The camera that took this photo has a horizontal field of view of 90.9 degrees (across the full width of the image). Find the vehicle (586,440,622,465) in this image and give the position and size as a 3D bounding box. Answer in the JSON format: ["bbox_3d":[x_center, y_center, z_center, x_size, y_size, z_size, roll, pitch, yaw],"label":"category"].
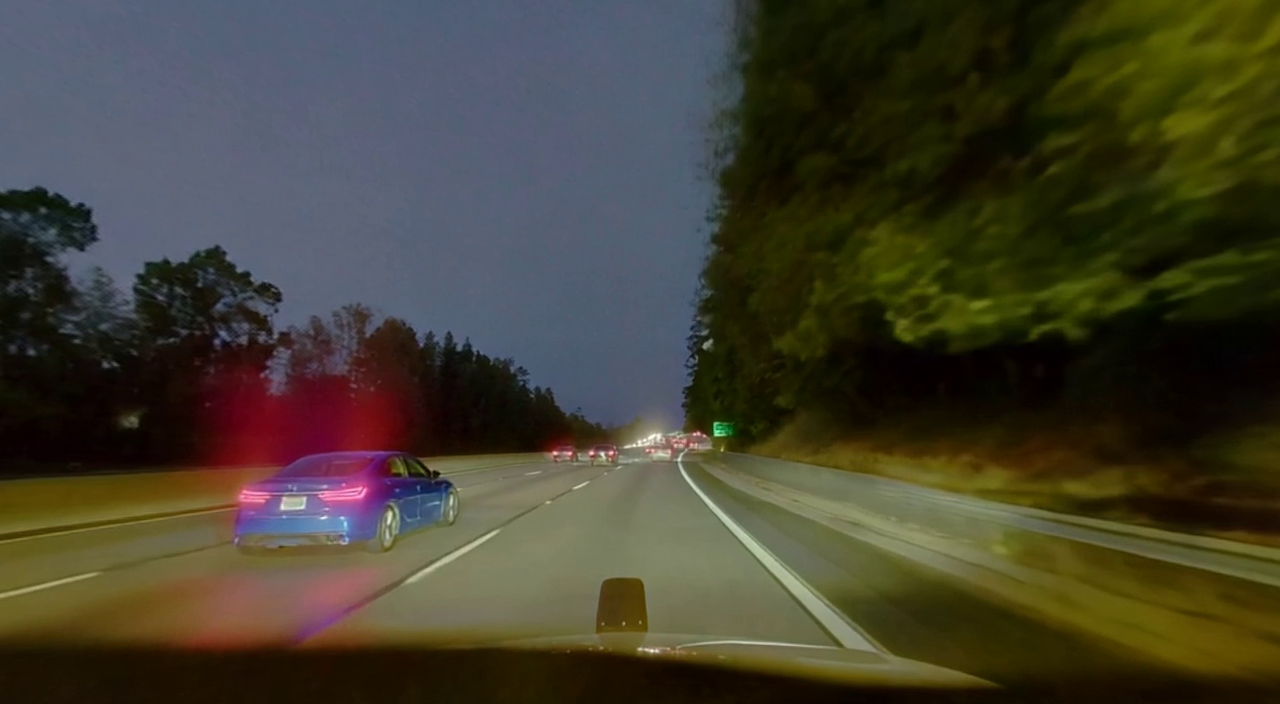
[{"bbox_3d":[-2.593,7.407,46.677,2.071,1.716,4.363,-1,-8,4],"label":"vehicle"}]

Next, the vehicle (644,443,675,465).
[{"bbox_3d":[1.451,7.262,45.024,2.113,1.464,4.073,0,-8,3],"label":"vehicle"}]
